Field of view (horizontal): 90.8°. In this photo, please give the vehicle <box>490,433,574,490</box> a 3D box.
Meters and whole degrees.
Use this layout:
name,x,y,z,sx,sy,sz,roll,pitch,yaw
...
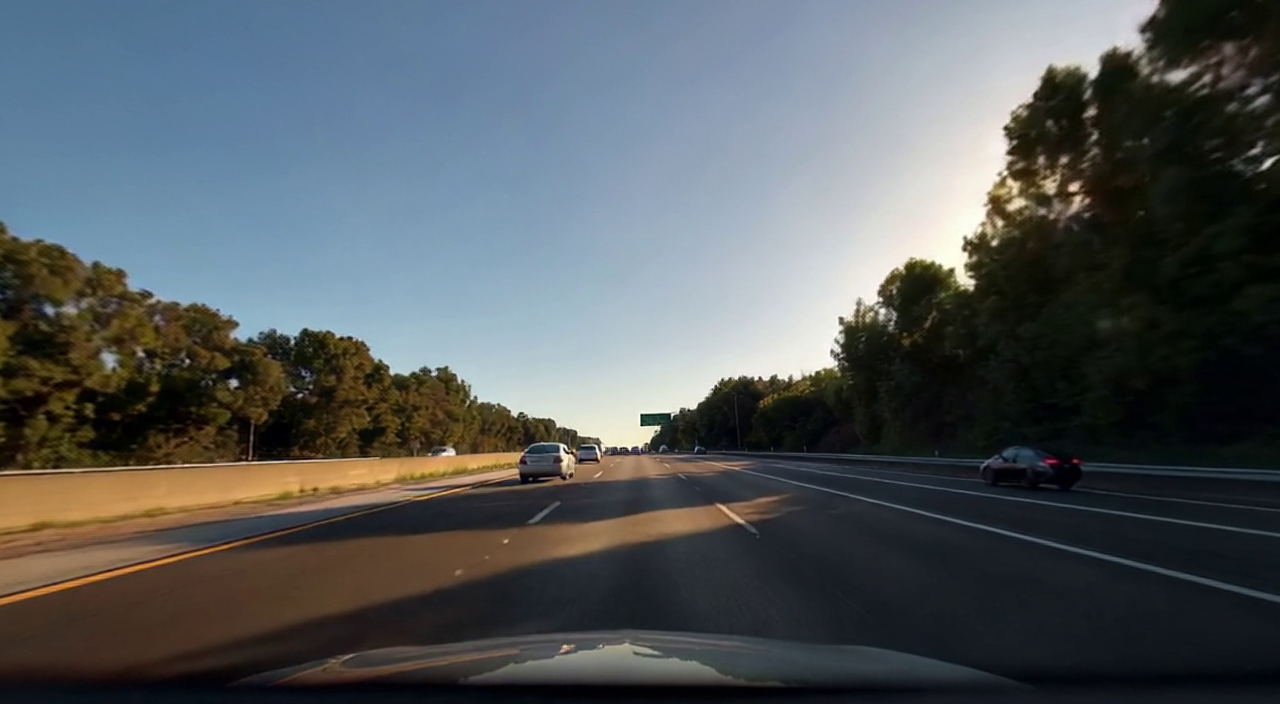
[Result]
name,x,y,z,sx,sy,sz,roll,pitch,yaw
vehicle,-3.609,3.771,22.019,2.114,1.774,4.427,0,-9,0
